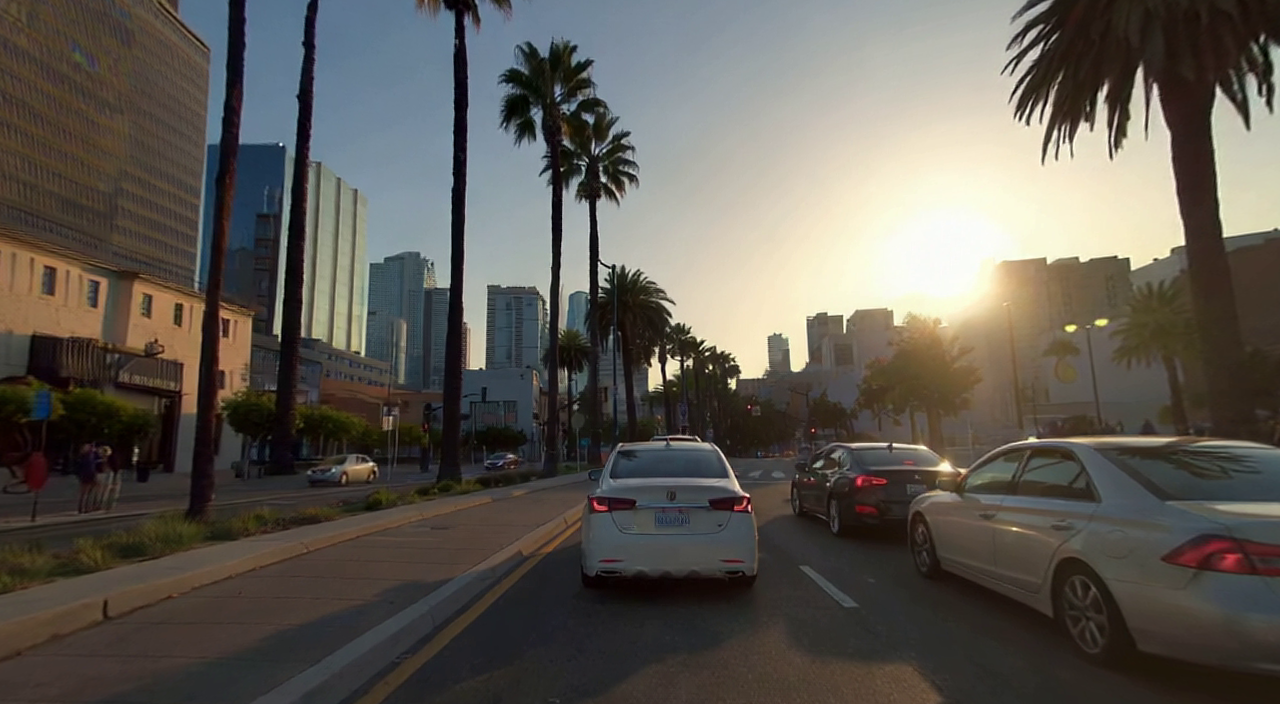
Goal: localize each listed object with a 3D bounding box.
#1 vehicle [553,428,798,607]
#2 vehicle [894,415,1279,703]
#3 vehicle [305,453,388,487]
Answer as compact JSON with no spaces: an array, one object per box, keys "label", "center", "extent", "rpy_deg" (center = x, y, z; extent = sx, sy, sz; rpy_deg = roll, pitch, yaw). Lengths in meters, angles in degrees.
[{"label":"vehicle","center":[0.337,1.691,7.281],"extent":[2.078,1.503,3.681],"rpy_deg":[0,-9,1]},{"label":"vehicle","center":[3.642,1.297,4.576],"extent":[1.913,1.469,4.425],"rpy_deg":[-1,-9,3]},{"label":"vehicle","center":[-14.787,5.954,32.085],"extent":[1.801,1.563,4.015],"rpy_deg":[-2,-9,9]}]
